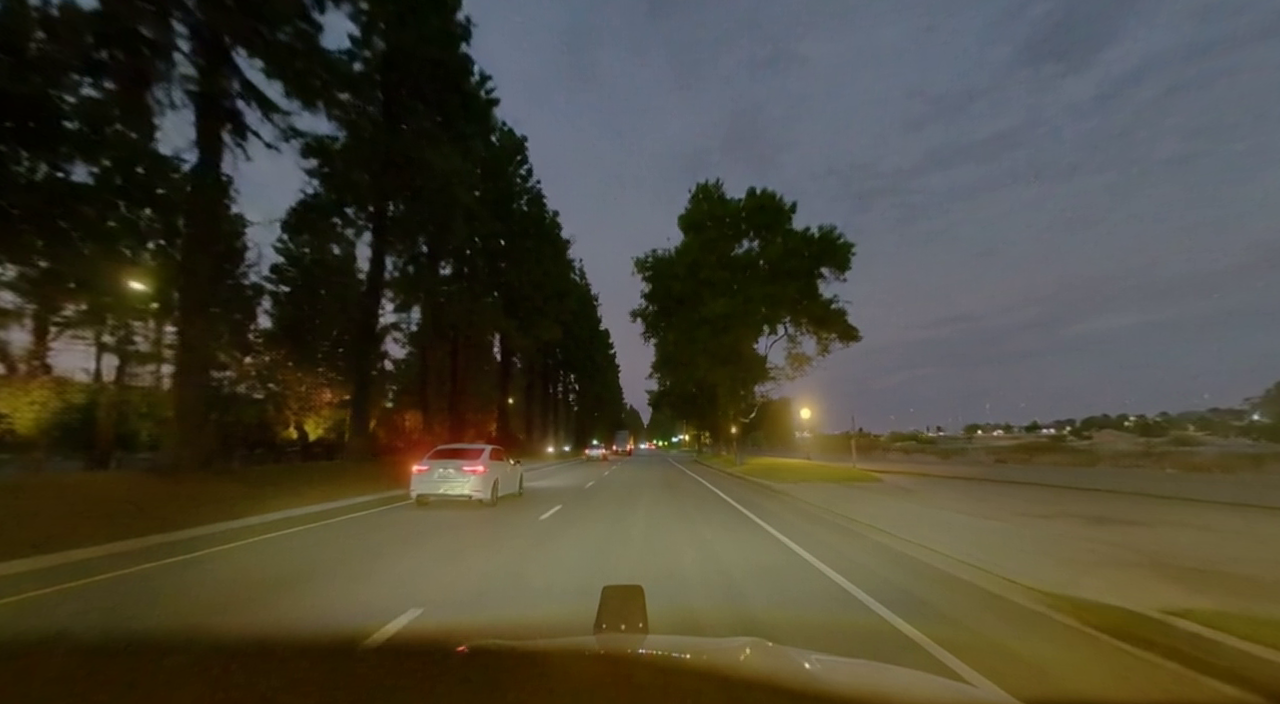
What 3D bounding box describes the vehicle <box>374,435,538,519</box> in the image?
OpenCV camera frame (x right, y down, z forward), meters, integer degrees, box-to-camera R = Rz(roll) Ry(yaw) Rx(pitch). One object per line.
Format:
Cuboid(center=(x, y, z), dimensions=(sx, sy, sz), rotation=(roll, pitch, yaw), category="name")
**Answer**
Cuboid(center=(-3.623, 2.541, 13.433), dimensions=(2.033, 1.454, 4.512), rotation=(-1, -8, 1), category="vehicle")
